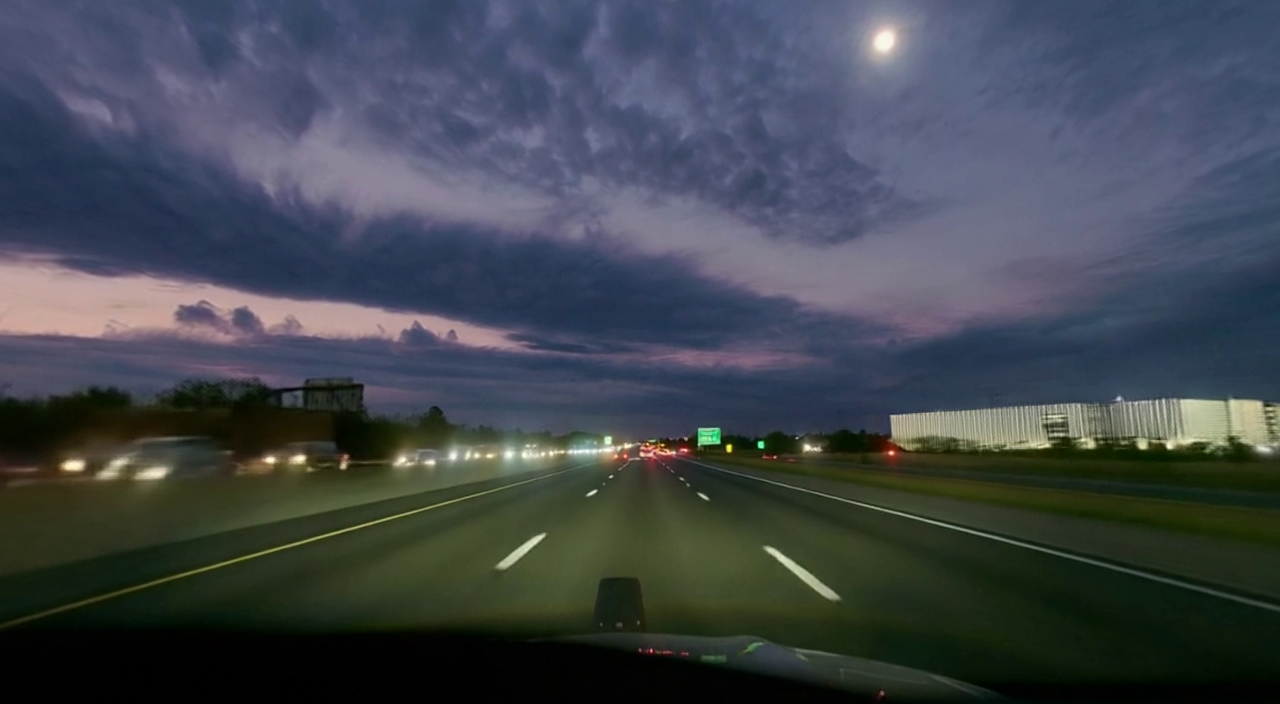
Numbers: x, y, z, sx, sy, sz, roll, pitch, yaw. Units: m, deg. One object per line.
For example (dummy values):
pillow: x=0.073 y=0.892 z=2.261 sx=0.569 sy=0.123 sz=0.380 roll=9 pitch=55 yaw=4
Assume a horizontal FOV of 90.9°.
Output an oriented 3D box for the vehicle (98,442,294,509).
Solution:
vehicle: x=-10.936 y=3.045 z=15.989 sx=1.930 sy=1.455 sz=4.135 roll=0 pitch=-9 yaw=1

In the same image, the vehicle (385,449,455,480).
vehicle: x=-11.089 y=5.673 z=32.062 sx=1.920 sy=1.428 sz=4.416 roll=0 pitch=-9 yaw=1

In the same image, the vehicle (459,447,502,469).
vehicle: x=-11.821 y=7.851 z=46.941 sx=2.035 sy=1.512 sz=4.336 roll=-1 pitch=-9 yaw=1
